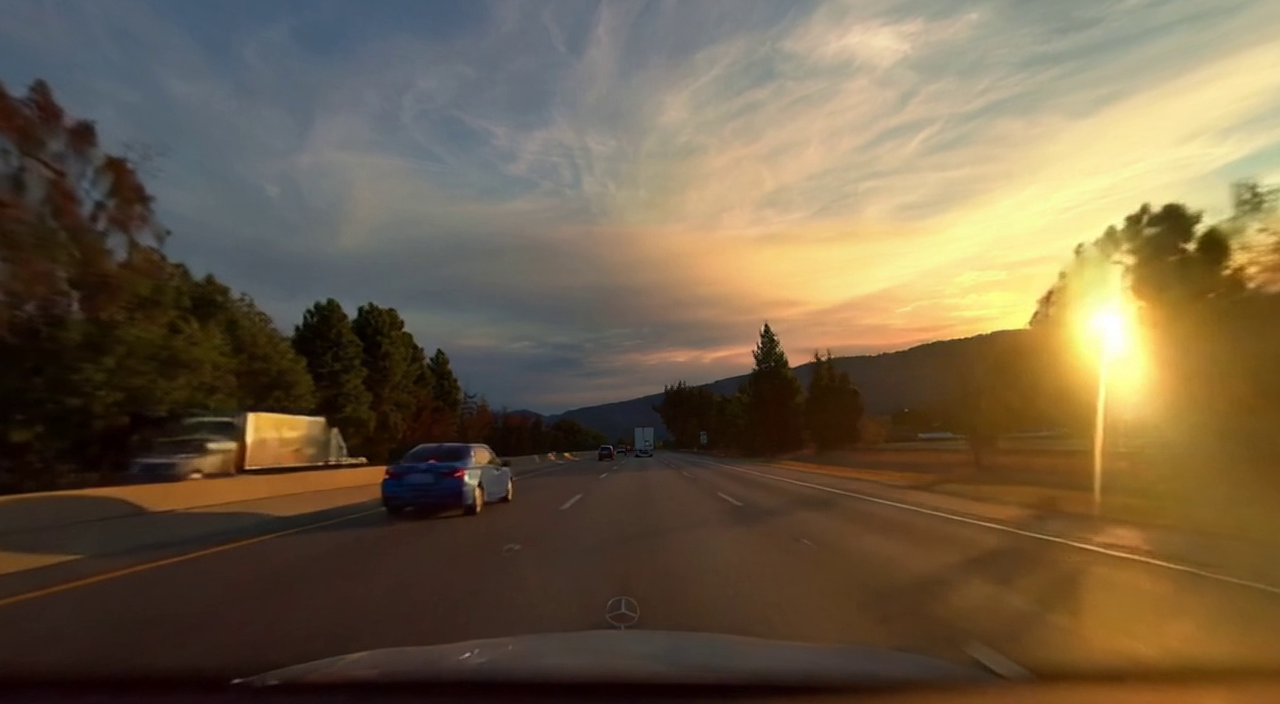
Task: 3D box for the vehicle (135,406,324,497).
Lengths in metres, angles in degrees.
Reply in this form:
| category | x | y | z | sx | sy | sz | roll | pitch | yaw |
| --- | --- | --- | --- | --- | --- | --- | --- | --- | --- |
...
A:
| category | x | y | z | sx | sy | sz | roll | pitch | yaw |
| --- | --- | --- | --- | --- | --- | --- | --- | --- | --- |
| vehicle | -16.727 | 4.172 | 26.599 | 2.848 | 3.224 | 7.360 | -1 | -9 | 1 |

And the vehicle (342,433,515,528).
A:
| category | x | y | z | sx | sy | sz | roll | pitch | yaw |
| --- | --- | --- | --- | --- | --- | --- | --- | --- | --- |
| vehicle | -3.904 | 2.428 | 12.439 | 2.018 | 1.548 | 3.849 | -1 | -9 | 1 |
